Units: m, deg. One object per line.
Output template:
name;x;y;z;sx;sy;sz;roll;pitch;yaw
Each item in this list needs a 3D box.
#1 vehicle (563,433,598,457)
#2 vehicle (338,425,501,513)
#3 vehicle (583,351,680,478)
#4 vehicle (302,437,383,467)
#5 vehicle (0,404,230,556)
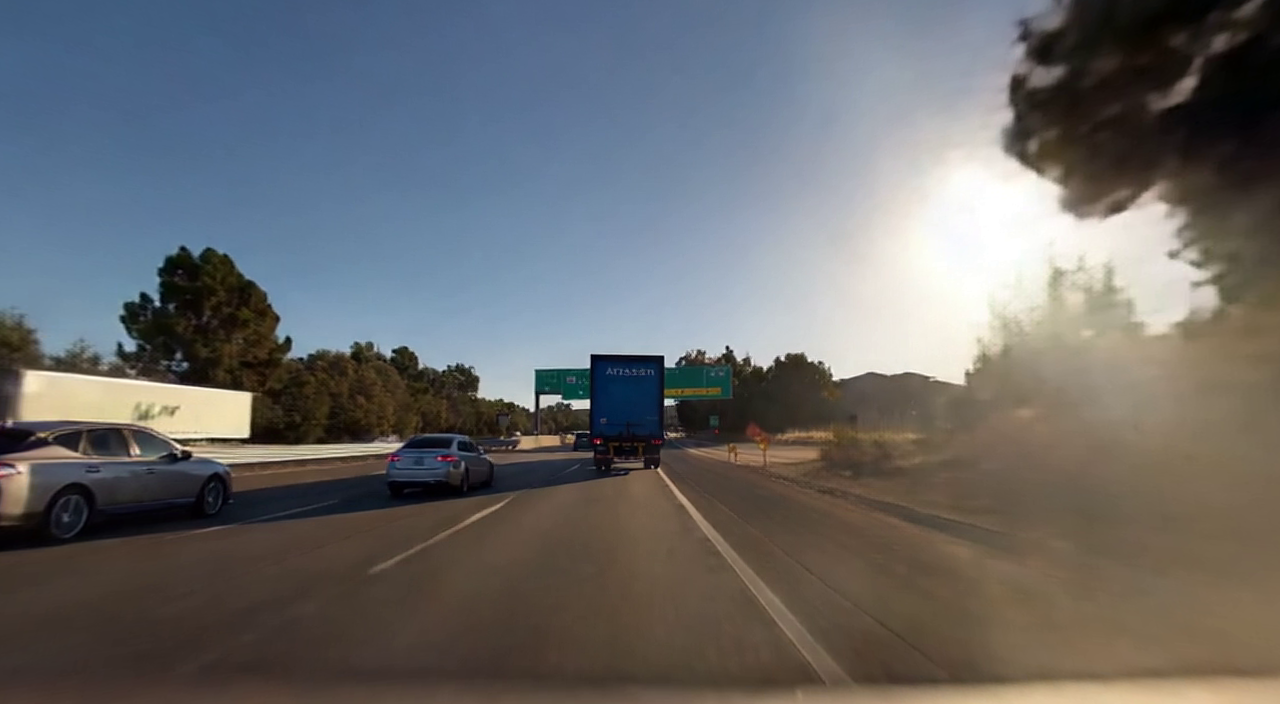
vehicle;-4.274;6.761;45.912;2.104;1.653;4.302;0;-8;0
vehicle;-4.218;2.269;12.777;1.933;1.492;3.838;0;-8;0
vehicle;-0.354;2.725;25.760;3.118;4.106;10.719;0;-8;-1
vehicle;-16.426;5.536;35.039;2.124;1.515;4.967;0;-8;0
vehicle;-8.074;1.663;8.746;1.990;1.654;4.129;0;-8;-1
